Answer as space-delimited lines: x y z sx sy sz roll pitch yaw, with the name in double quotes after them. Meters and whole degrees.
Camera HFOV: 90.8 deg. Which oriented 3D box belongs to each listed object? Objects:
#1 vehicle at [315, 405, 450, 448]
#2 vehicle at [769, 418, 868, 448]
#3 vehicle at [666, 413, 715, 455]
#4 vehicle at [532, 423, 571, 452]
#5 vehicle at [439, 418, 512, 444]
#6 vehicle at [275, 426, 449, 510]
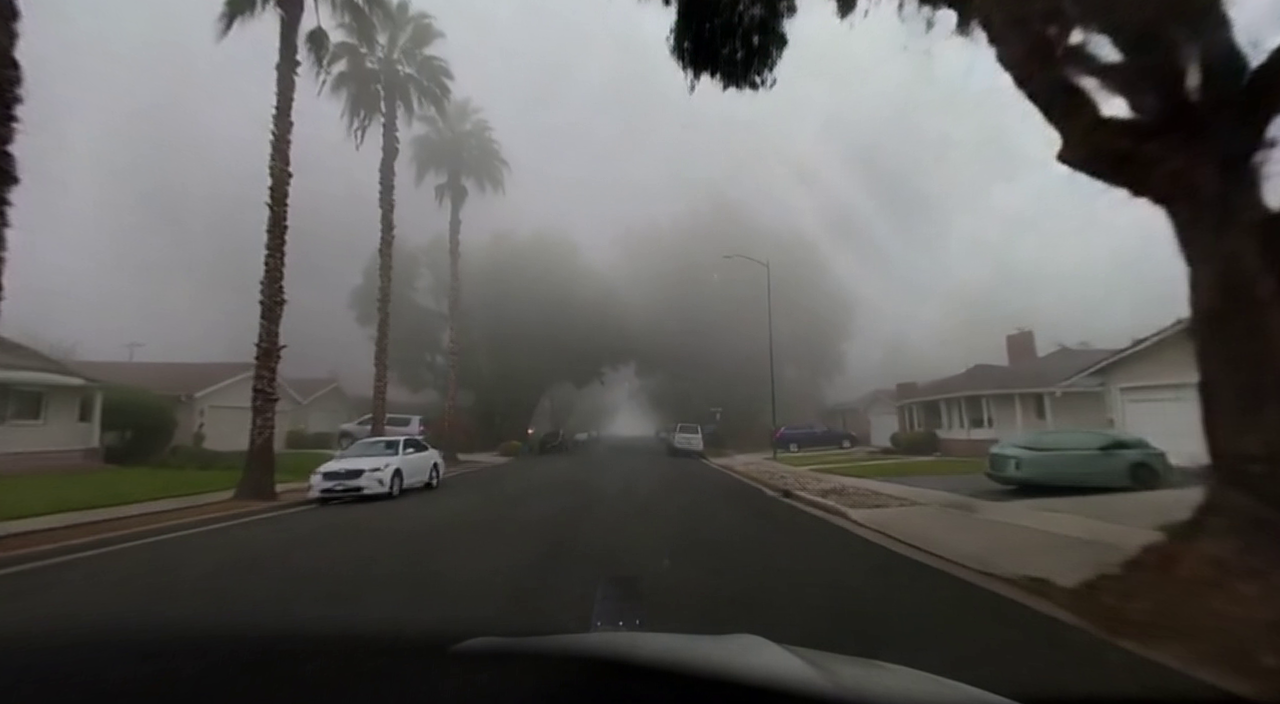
-12.061 3.554 29.924 5.340 1.948 2.398 0 -7 -1 "vehicle"
9.263 4.231 33.064 4.643 1.520 1.826 0 -7 1 "vehicle"
2.604 4.452 34.154 2.184 2.038 6.212 0 -7 0 "vehicle"
-5.960 5.758 42.985 2.147 1.823 4.725 0 -6 -2 "vehicle"
-12.576 6.078 48.620 4.991 1.947 2.329 0 -7 -3 "vehicle"
-5.816 2.411 13.938 1.949 1.511 4.466 0 -6 -2 "vehicle"
